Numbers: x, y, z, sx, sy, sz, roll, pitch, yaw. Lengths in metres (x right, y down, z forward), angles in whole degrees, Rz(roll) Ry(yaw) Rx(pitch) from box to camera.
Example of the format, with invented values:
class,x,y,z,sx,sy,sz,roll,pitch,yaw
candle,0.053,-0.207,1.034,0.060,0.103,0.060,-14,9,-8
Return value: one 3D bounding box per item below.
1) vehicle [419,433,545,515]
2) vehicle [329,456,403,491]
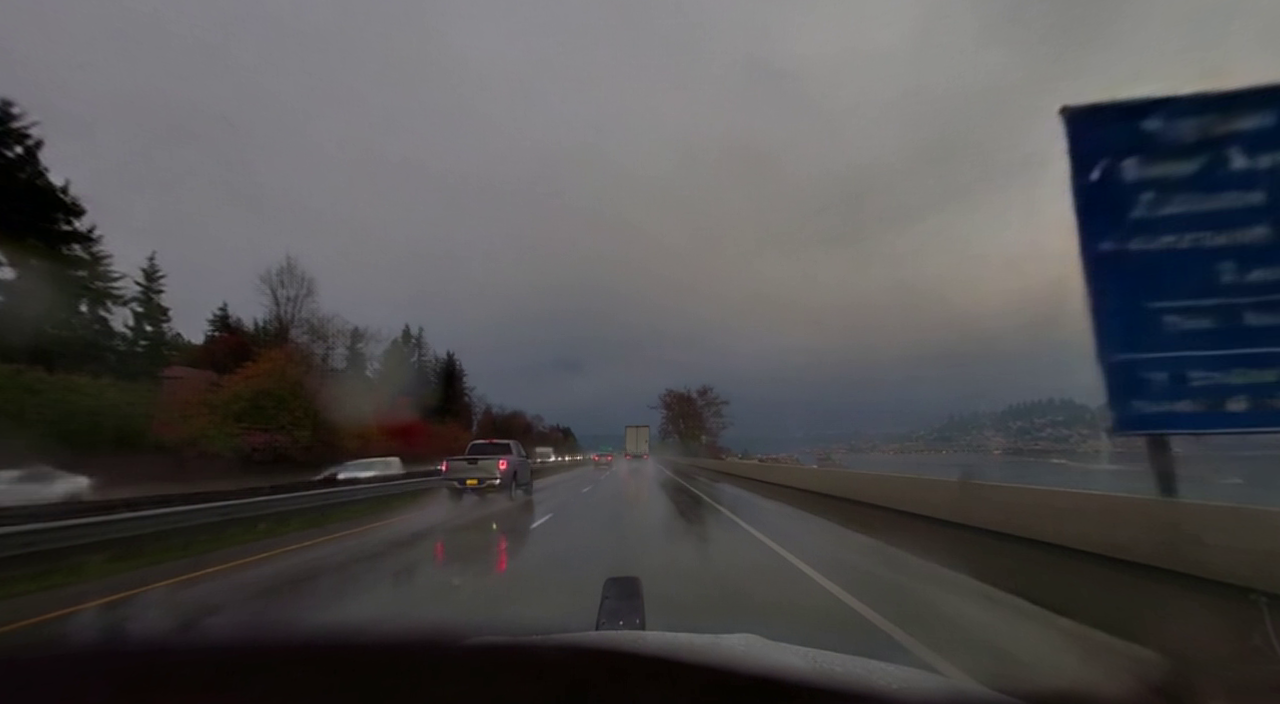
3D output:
class,x,y,z,sx,sy,sz,roll,pitch,yaw
vehicle,-3.925,3.140,16.676,2.079,1.845,4.654,0,-9,1
vehicle,-12.731,5.637,29.574,1.794,1.503,3.666,0,-9,0
